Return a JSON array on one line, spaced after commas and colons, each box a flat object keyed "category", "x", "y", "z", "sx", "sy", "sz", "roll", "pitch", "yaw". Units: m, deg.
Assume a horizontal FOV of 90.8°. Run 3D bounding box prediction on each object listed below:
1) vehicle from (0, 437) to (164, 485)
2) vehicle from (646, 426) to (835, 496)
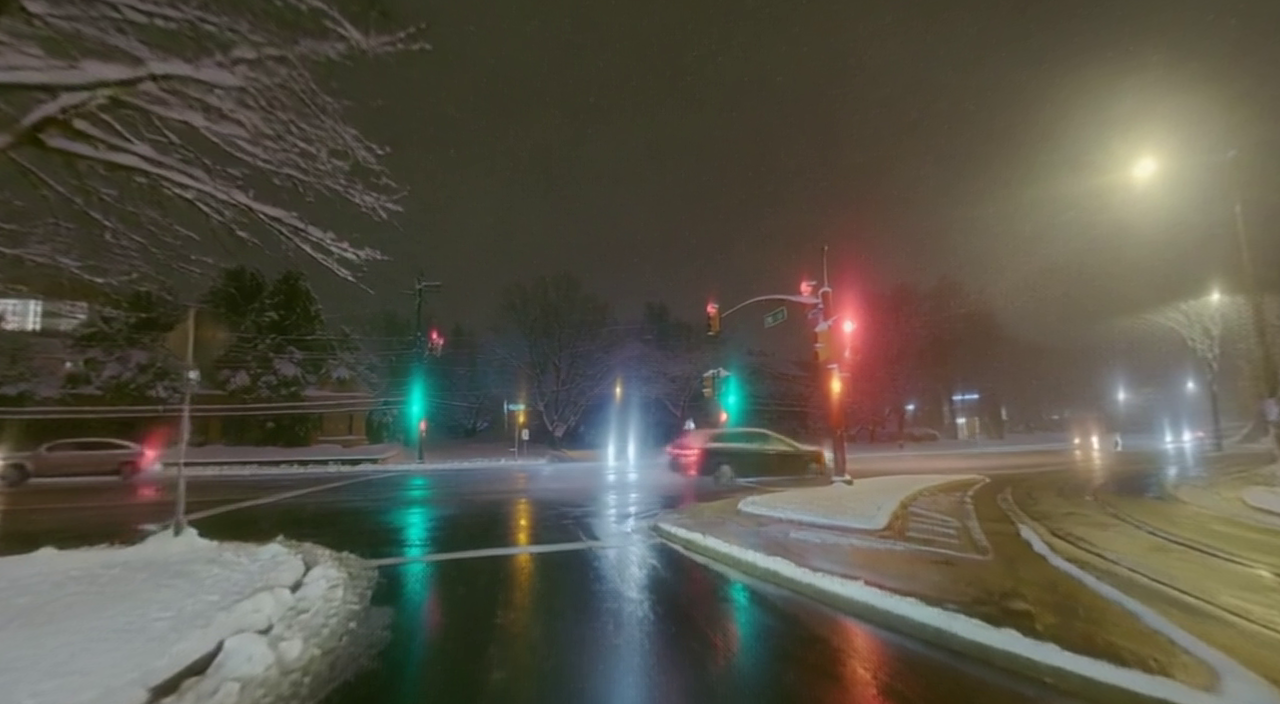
[{"category": "vehicle", "x": -21.121, "y": 4.074, "z": 23.847, "sx": 4.602, "sy": 1.667, "sz": 1.933, "roll": 4, "pitch": -9, "yaw": -25}, {"category": "vehicle", "x": 2.644, "y": 2.804, "z": 16.551, "sx": 4.545, "sy": 1.602, "sz": 2.014, "roll": 4, "pitch": -9, "yaw": -27}]
